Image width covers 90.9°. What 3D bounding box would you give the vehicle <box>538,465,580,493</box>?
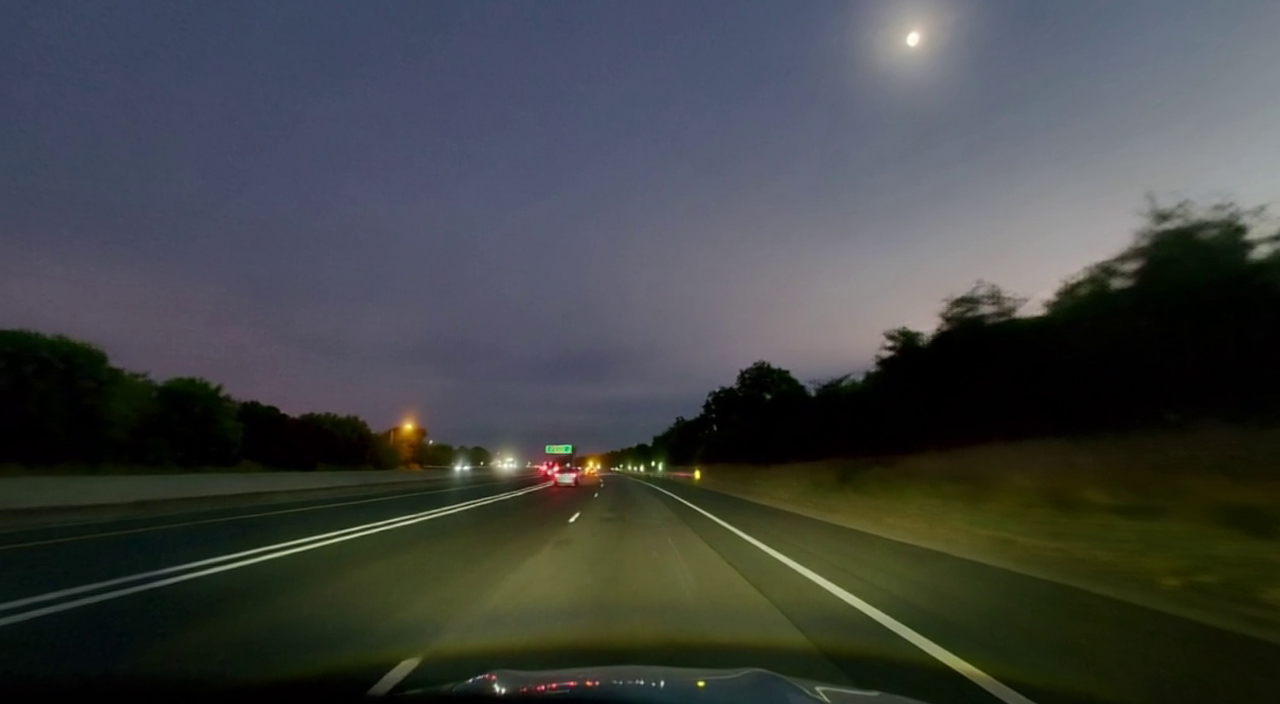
[{"bbox_3d":[-4.868,7.715,38.377,2.115,1.546,4.638,1,-11,-2],"label":"vehicle"}]
